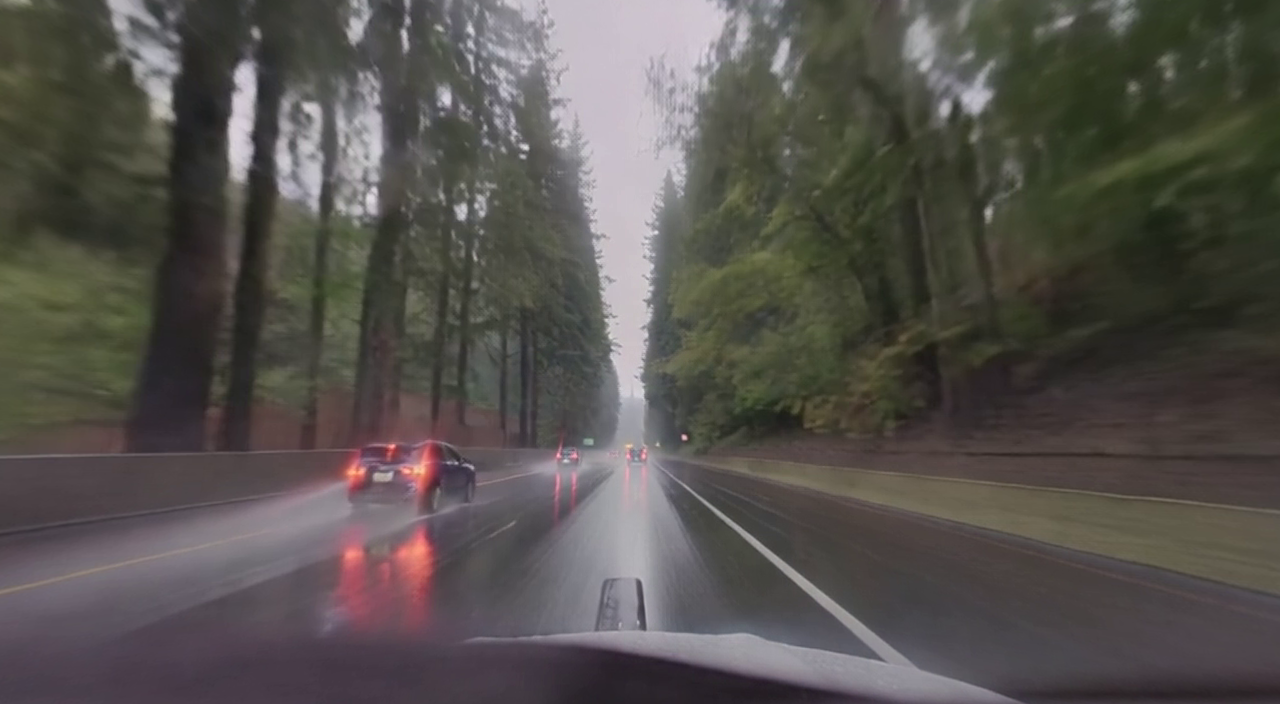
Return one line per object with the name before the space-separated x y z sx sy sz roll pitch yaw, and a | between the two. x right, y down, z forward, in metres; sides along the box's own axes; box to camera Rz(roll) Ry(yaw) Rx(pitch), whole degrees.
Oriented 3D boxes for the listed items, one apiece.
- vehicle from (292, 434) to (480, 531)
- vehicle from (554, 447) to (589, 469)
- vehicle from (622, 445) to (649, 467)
vehicle | -4.577 2.399 12.203 1.838 1.508 4.317 0 -9 0
vehicle | -4.806 7.466 44.730 2.052 1.468 4.390 0 -9 0
vehicle | -0.396 8.196 49.917 2.070 1.603 4.806 0 -9 -1
